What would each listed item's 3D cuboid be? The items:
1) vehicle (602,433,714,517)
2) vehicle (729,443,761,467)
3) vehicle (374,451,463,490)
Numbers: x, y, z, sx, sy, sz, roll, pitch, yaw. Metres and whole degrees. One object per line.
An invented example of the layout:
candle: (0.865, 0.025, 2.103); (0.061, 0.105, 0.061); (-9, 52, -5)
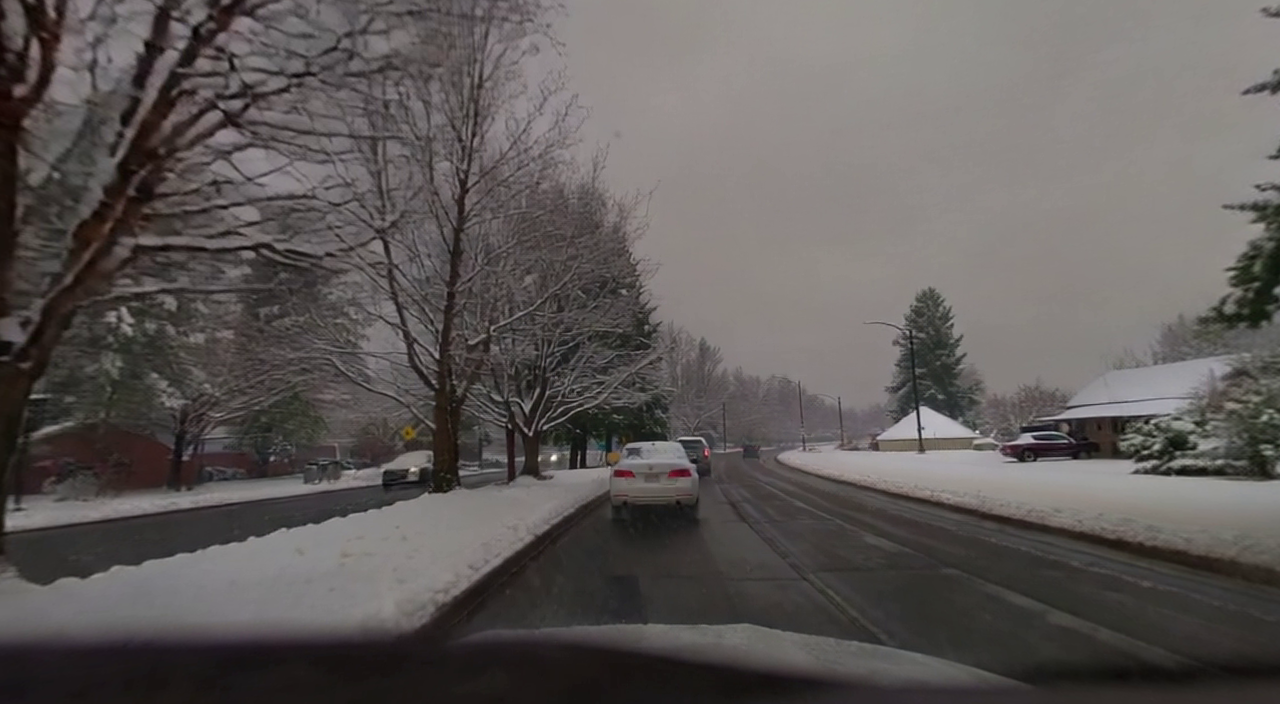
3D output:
vehicle: (0.466, 2.662, 14.138); (2.154, 1.585, 3.997); (-1, -8, 4)
vehicle: (7.076, 6.964, 42.737); (1.984, 1.507, 4.359); (-1, -8, 7)
vehicle: (-9.488, 5.105, 27.491); (1.909, 1.468, 4.597); (-1, -8, 5)
